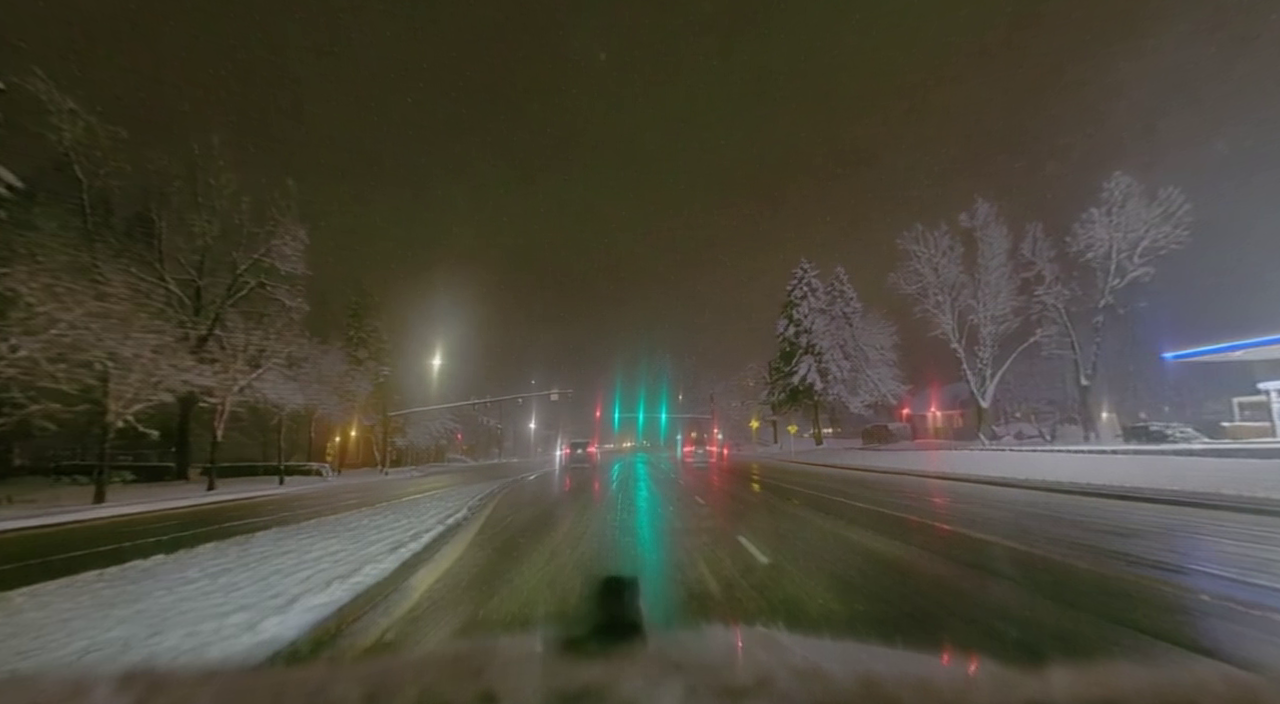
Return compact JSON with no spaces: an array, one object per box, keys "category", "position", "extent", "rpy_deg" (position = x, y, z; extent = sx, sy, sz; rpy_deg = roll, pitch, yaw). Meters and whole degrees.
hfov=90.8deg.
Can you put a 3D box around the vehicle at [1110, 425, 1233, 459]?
[{"category":"vehicle","position":[24.289,4.163,29.133],"extent":[1.805,1.460,4.326],"rpy_deg":[0,-8,-2]}]

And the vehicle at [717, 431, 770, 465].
[{"category":"vehicle","position":[6.958,6.516,43.043],"extent":[2.510,2.176,5.527],"rpy_deg":[0,-8,-2]}]

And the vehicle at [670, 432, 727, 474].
[{"category":"vehicle","position":[2.693,4.784,30.105],"extent":[2.140,1.800,4.660],"rpy_deg":[0,-8,-1]}]

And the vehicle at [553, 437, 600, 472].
[{"category":"vehicle","position":[-3.459,5.675,35.284],"extent":[2.261,1.820,4.255],"rpy_deg":[0,-8,-1]}]
